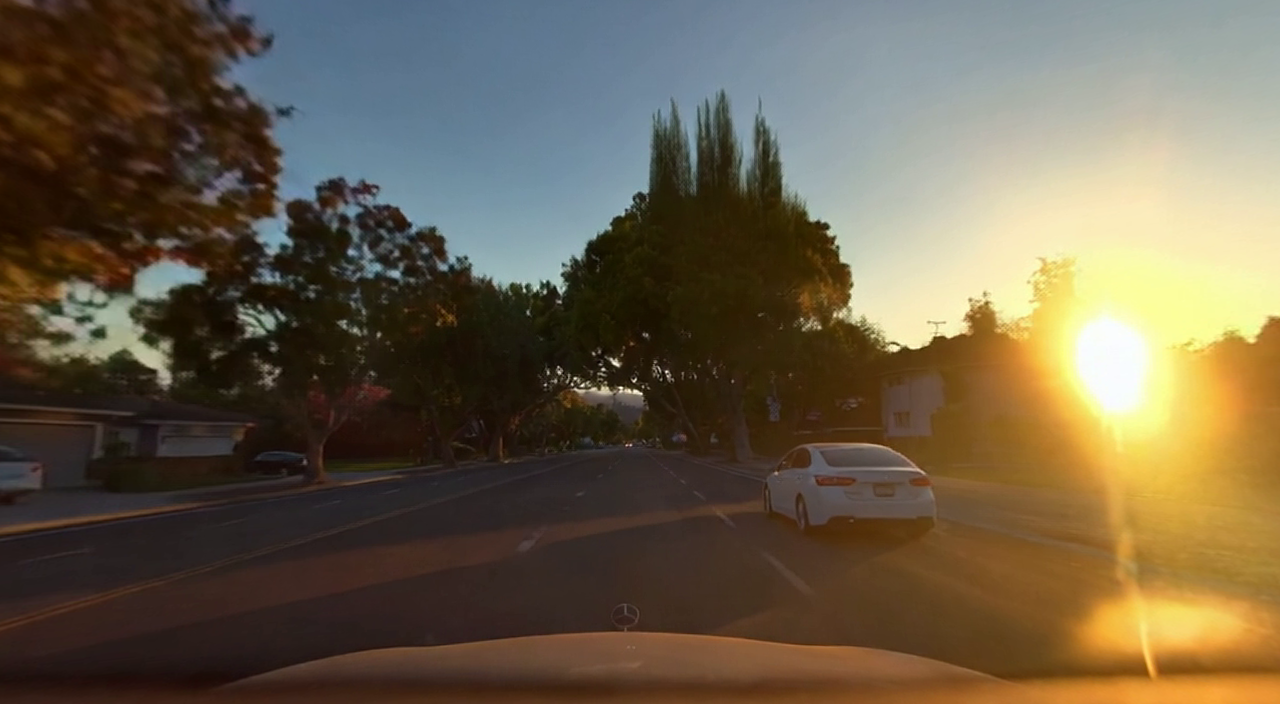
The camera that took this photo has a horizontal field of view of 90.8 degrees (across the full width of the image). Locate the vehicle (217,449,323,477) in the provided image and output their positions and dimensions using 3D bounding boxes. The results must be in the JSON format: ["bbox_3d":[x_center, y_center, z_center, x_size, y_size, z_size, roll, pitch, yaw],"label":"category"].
[{"bbox_3d":[-20.566,6.160,35.254,4.689,1.466,1.969,0,-9,0],"label":"vehicle"}]

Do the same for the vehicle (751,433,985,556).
[{"bbox_3d":[3.182,2.079,9.939,2.057,1.493,4.225,0,-9,-1],"label":"vehicle"}]
